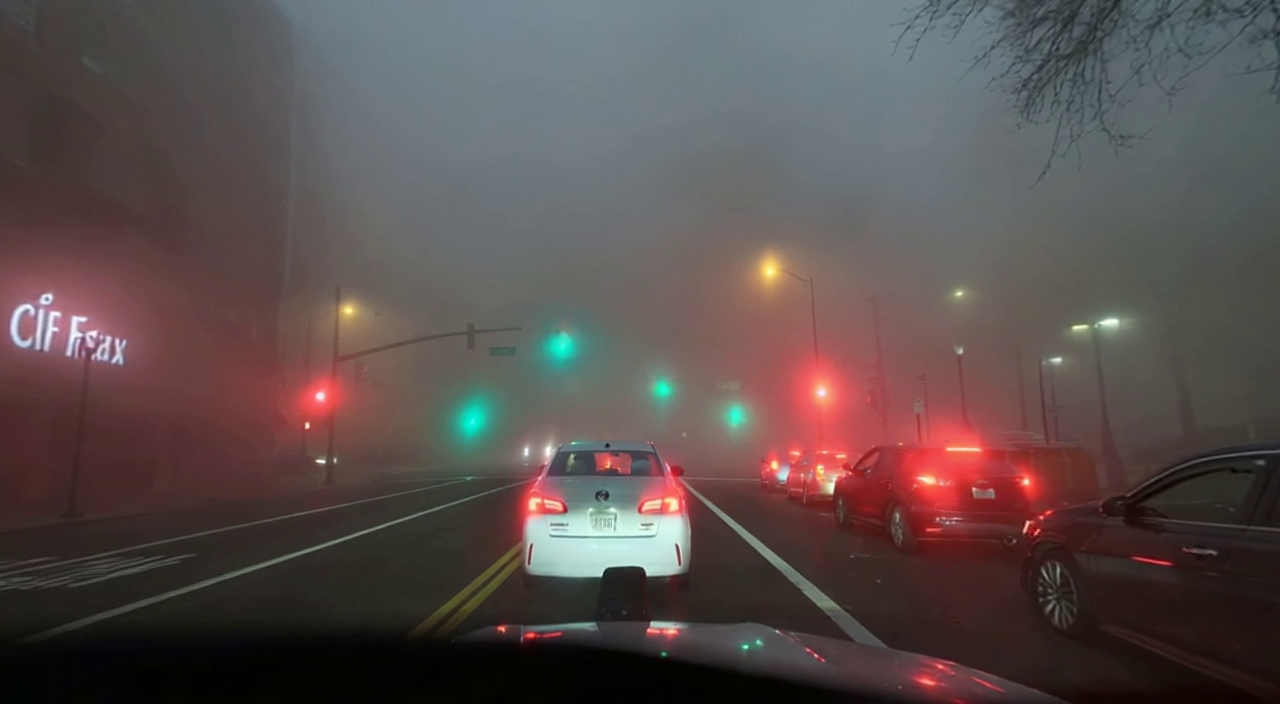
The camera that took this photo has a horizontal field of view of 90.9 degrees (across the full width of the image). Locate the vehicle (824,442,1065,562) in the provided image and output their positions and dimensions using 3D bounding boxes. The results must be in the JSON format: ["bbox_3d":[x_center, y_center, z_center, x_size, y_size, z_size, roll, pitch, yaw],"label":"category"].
[{"bbox_3d":[4.564,2.264,10.421,1.912,1.505,4.618,-1,-8,3],"label":"vehicle"}]

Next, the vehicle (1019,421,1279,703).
[{"bbox_3d":[3.177,0.827,1.109,2.006,1.496,4.767,0,-9,-1],"label":"vehicle"}]

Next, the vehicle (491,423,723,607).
[{"bbox_3d":[-0.285,1.607,7.076,1.888,1.489,3.703,0,-8,-1],"label":"vehicle"}]
